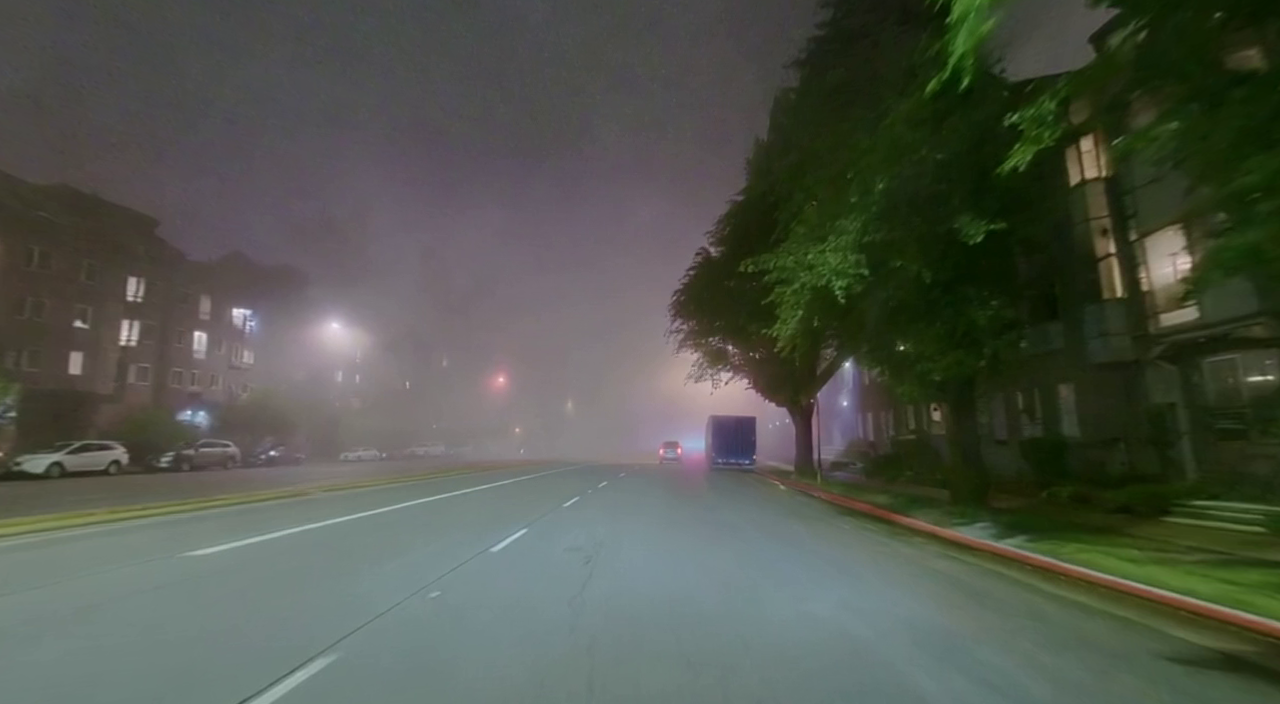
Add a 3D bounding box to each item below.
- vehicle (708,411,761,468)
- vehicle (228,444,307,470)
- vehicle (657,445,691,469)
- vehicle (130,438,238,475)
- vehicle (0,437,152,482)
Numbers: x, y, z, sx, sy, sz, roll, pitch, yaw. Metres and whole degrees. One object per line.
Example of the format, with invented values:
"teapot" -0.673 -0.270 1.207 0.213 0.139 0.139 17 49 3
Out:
"vehicle" 5.949 5.741 41.118 2.945 3.277 8.473 -1 -8 6
"vehicle" -23.814 6.717 40.519 1.900 1.454 4.757 -3 -8 5
"vehicle" 2.122 6.375 38.629 1.871 1.370 4.206 -1 -8 6
"vehicle" -24.194 5.532 33.717 2.040 1.765 4.635 -2 -8 6
"vehicle" -24.713 4.645 27.631 2.213 1.750 5.149 -1 -8 4
